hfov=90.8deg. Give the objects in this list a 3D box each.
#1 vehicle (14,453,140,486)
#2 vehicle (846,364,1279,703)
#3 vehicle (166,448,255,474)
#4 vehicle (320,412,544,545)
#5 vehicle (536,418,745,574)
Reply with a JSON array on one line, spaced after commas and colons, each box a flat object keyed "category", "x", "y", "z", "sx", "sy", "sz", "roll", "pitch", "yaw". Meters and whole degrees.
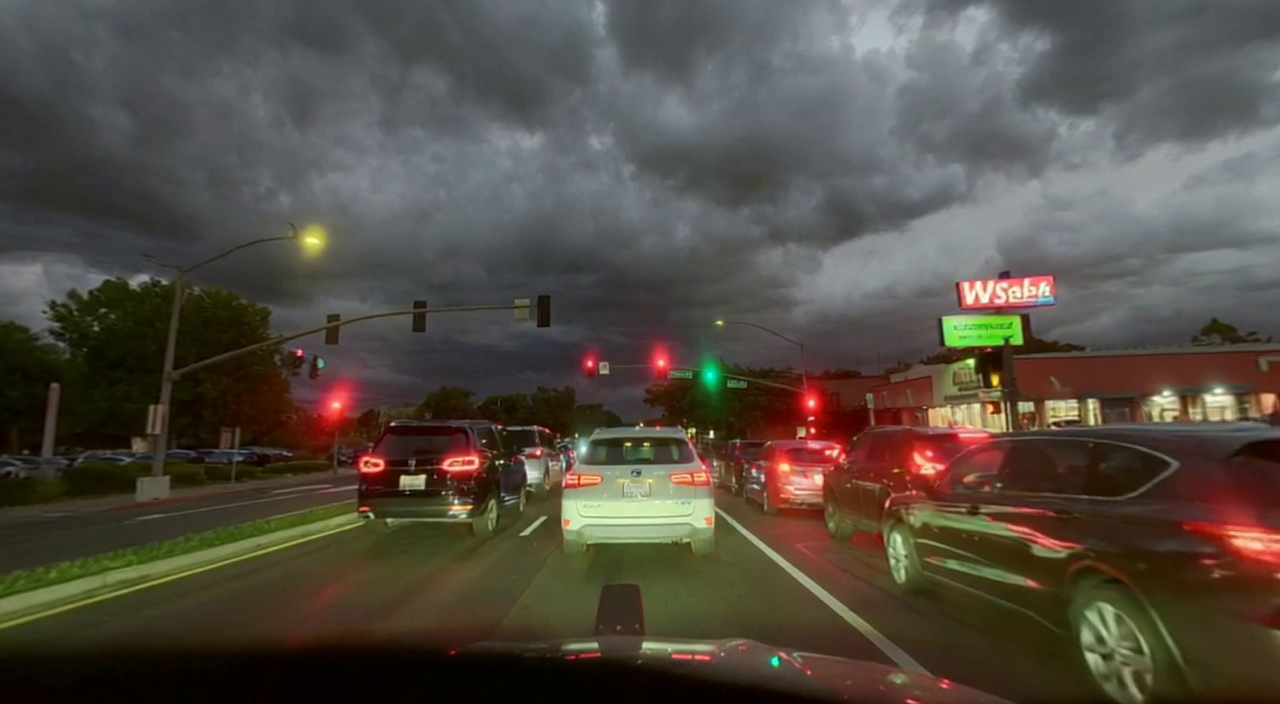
[{"category": "vehicle", "x": -27.249, "y": 5.678, "z": 30.769, "sx": 4.107, "sy": 1.427, "sz": 1.883, "roll": 3, "pitch": -9, "yaw": -23}, {"category": "vehicle", "x": 2.959, "y": 1.079, "z": 3.879, "sx": 1.922, "sy": 1.508, "sz": 4.330, "roll": 0, "pitch": -8, "yaw": 0}, {"category": "vehicle", "x": -27.241, "y": 6.889, "z": 40.262, "sx": 4.362, "sy": 1.518, "sz": 1.894, "roll": 4, "pitch": -9, "yaw": -26}, {"category": "vehicle", "x": -3.043, "y": 1.972, "z": 10.479, "sx": 2.180, "sy": 1.708, "sz": 4.397, "roll": 0, "pitch": -8, "yaw": 0}, {"category": "vehicle", "x": -0.009, "y": 1.710, "z": 8.202, "sx": 2.071, "sy": 1.525, "sz": 3.723, "roll": 0, "pitch": -8, "yaw": 0}]
